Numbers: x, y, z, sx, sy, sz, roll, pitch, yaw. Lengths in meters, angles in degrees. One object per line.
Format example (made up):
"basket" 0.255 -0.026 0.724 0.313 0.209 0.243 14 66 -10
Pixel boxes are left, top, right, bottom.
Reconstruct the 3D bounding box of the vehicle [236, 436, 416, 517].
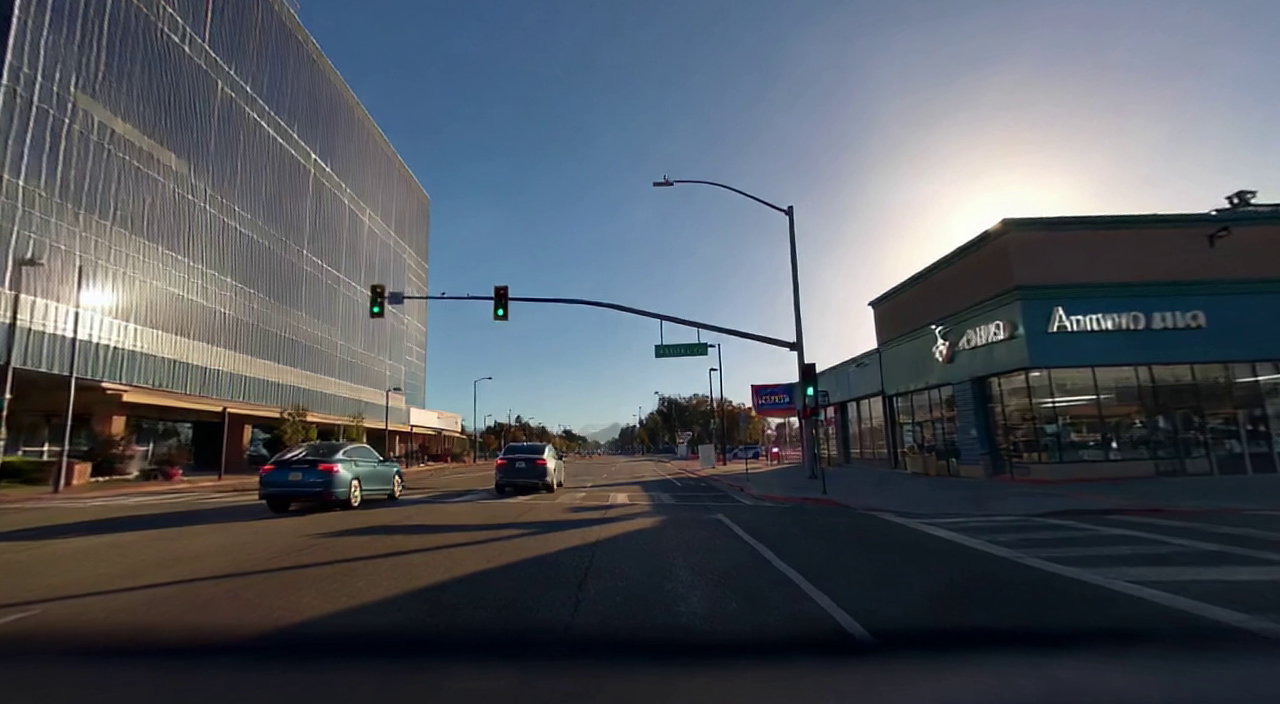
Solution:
"vehicle" -7.129 2.835 15.019 1.909 1.605 4.561 0 -8 0

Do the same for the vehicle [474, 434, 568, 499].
"vehicle" -3.418 3.369 19.005 2.052 1.729 4.195 0 -8 -1
